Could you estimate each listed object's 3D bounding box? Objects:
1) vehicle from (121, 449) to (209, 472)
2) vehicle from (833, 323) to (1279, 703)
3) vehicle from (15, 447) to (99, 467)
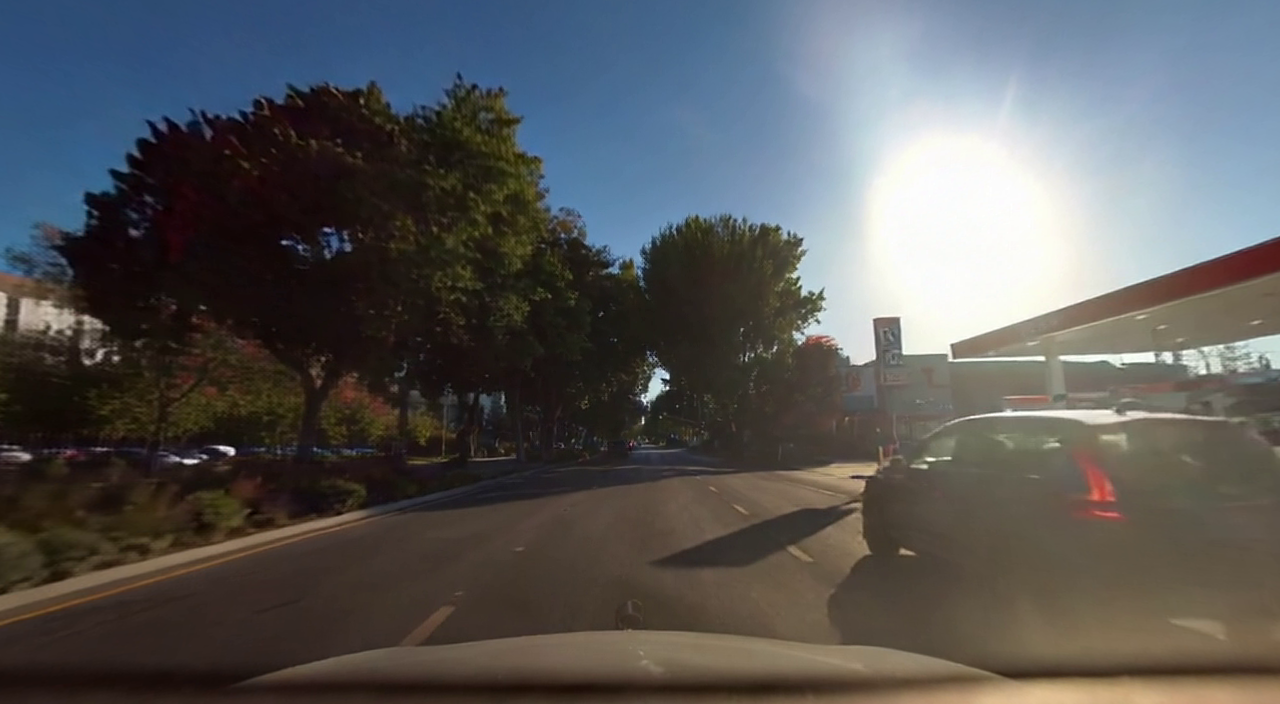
[{"bbox_3d":[-31.293,7.147,41.621,4.275,1.411,1.968,-1,-8,3],"label":"vehicle"},{"bbox_3d":[3.375,1.094,4.981,2.151,1.771,4.792,0,-8,0],"label":"vehicle"},{"bbox_3d":[-44.193,7.934,47.820,4.315,1.478,1.931,1,-9,-2],"label":"vehicle"}]
